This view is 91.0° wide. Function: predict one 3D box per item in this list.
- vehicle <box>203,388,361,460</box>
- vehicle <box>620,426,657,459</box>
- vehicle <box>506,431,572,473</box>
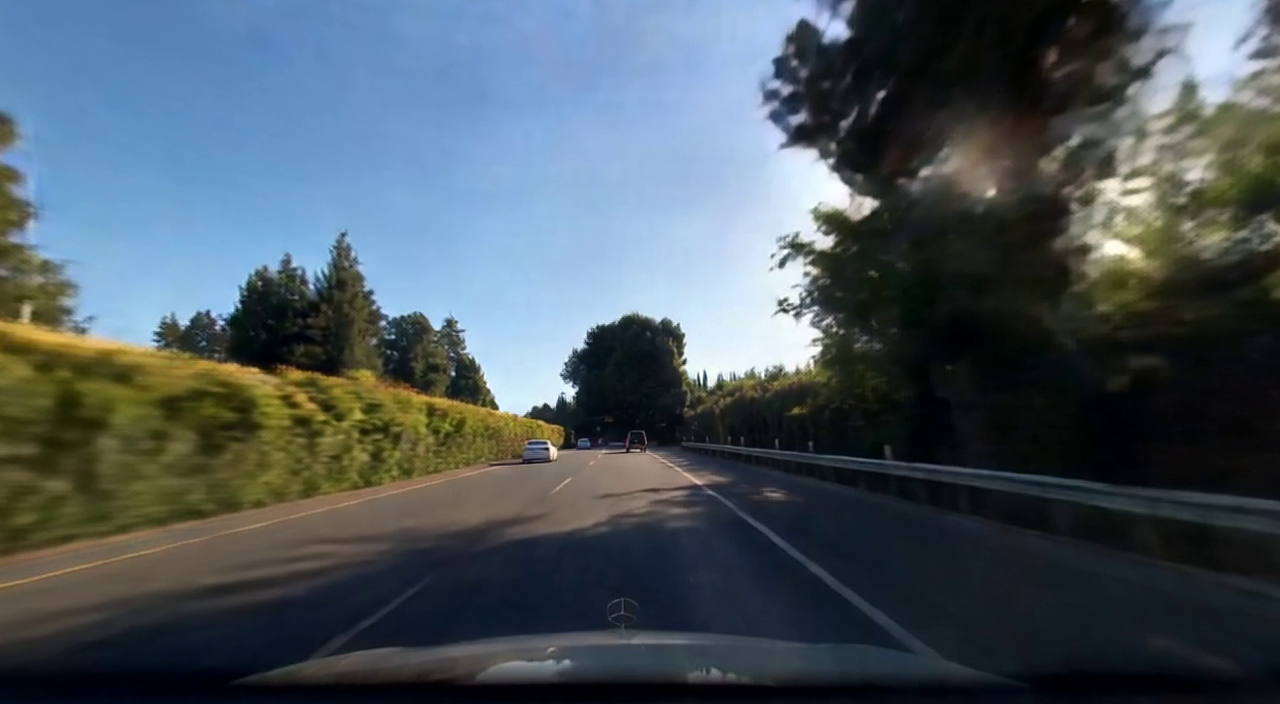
[{"bbox_3d":[-13.042,2.766,23.598,2.474,2.352,5.794,0,-8,0],"label":"vehicle"},{"bbox_3d":[-0.106,5.729,40.044,2.223,1.957,4.416,0,-8,-1],"label":"vehicle"},{"bbox_3d":[-4.077,4.094,26.106,2.062,1.567,4.117,0,-8,0],"label":"vehicle"}]
